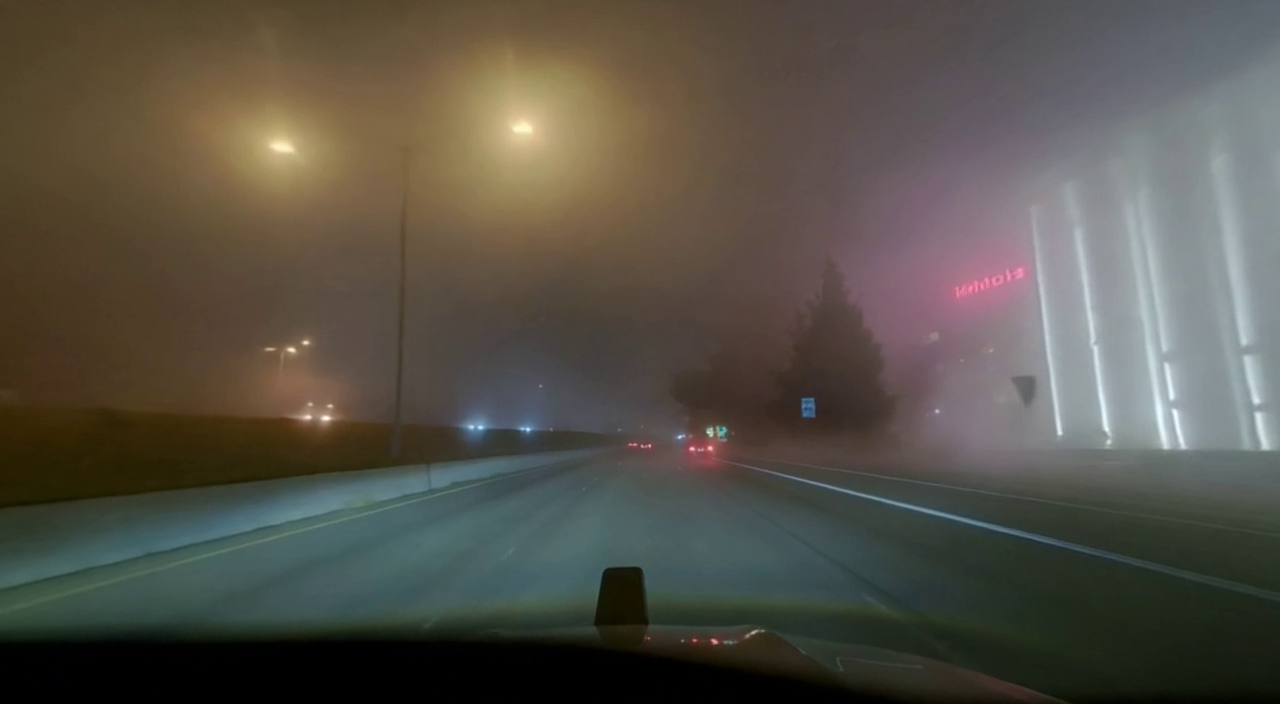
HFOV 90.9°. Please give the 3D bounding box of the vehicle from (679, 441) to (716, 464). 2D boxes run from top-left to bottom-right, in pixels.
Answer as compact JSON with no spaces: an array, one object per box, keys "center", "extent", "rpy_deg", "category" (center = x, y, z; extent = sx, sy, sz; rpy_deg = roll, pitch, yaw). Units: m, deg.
[{"center":[3.916,6.919,43.544],"extent":[2.069,1.431,4.313],"rpy_deg":[0,-8,-1],"category":"vehicle"}]
